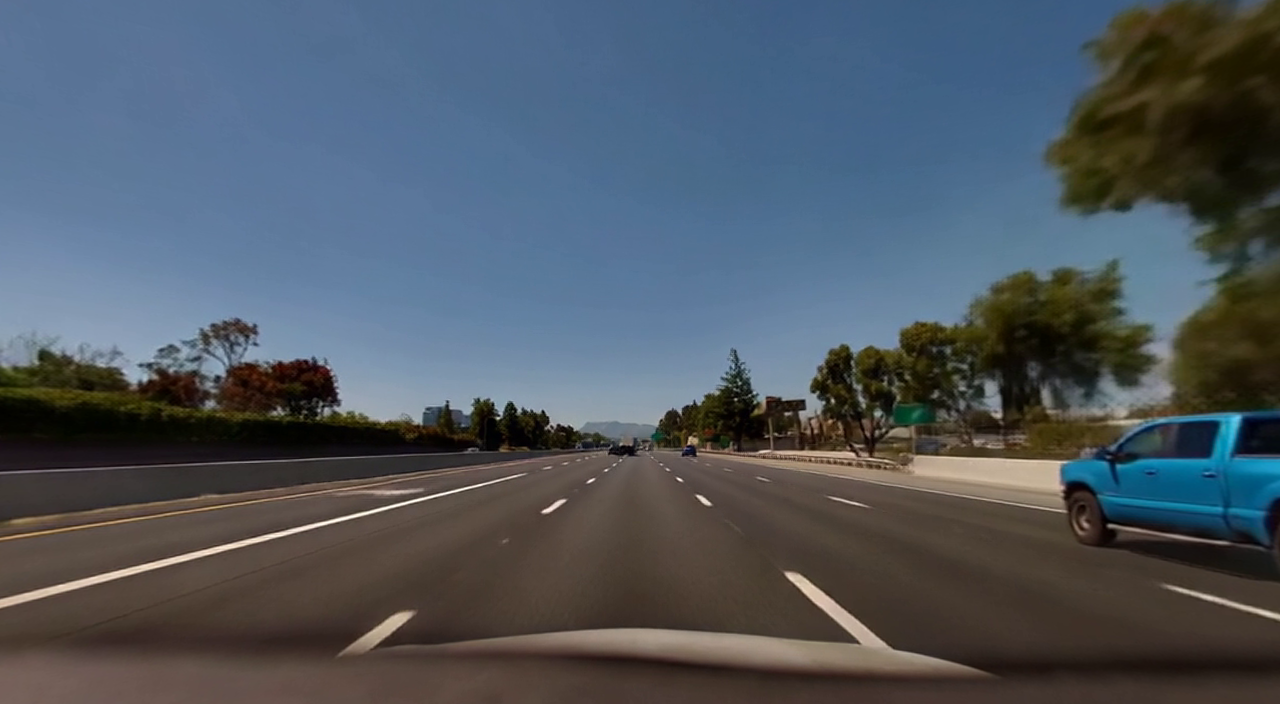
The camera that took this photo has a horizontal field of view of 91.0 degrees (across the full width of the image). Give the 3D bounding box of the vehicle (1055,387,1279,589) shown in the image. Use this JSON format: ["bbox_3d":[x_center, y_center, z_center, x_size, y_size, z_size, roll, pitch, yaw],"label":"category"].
[{"bbox_3d":[6.721,1.295,6.191,2.096,1.767,4.601,0,-9,0],"label":"vehicle"}]
